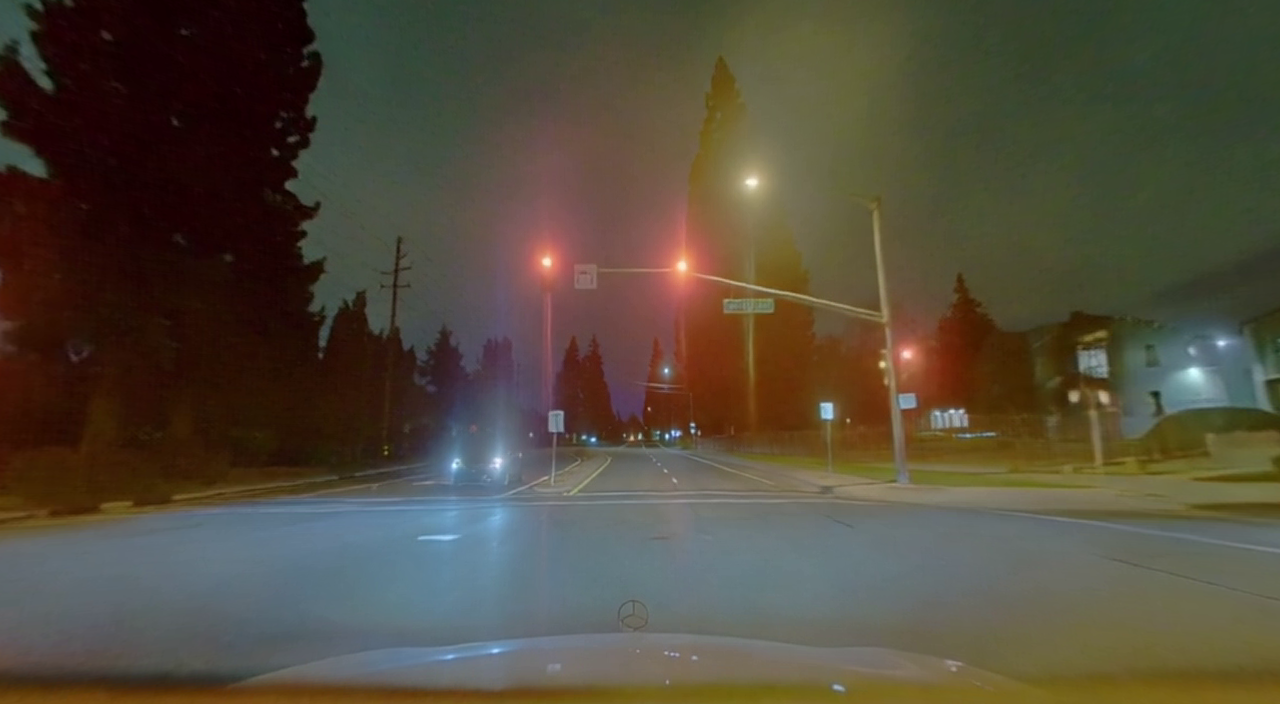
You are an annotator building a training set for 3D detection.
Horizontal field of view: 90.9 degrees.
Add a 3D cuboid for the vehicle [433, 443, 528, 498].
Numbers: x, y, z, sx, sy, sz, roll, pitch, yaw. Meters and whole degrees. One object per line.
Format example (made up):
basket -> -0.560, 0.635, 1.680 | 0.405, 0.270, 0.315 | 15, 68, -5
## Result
vehicle -> -5.155, 3.865, 21.225 | 1.948, 1.471, 5.408 | 2, -7, -2
